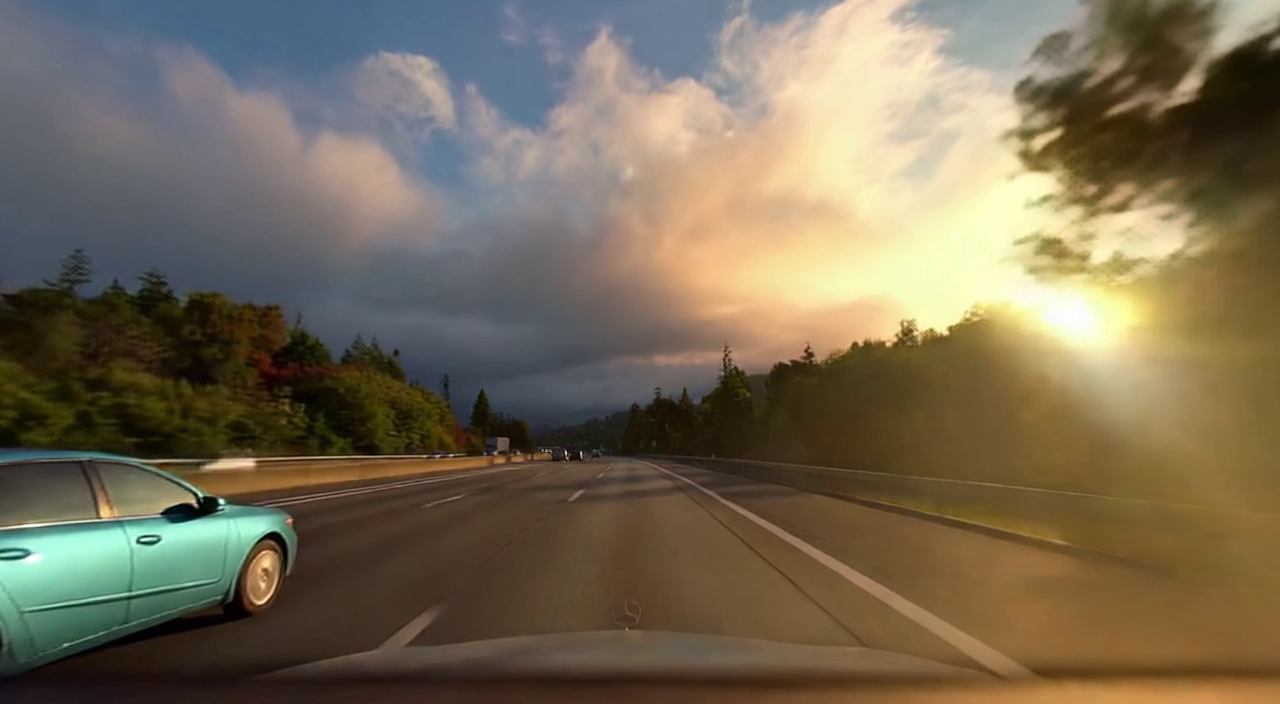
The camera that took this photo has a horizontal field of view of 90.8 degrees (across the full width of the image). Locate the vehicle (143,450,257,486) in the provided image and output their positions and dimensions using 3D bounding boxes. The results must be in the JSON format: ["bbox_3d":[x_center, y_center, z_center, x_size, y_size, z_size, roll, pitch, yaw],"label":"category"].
[{"bbox_3d":[-21.651,5.698,31.367,2.186,1.603,4.899,0,-9,-1],"label":"vehicle"}]
